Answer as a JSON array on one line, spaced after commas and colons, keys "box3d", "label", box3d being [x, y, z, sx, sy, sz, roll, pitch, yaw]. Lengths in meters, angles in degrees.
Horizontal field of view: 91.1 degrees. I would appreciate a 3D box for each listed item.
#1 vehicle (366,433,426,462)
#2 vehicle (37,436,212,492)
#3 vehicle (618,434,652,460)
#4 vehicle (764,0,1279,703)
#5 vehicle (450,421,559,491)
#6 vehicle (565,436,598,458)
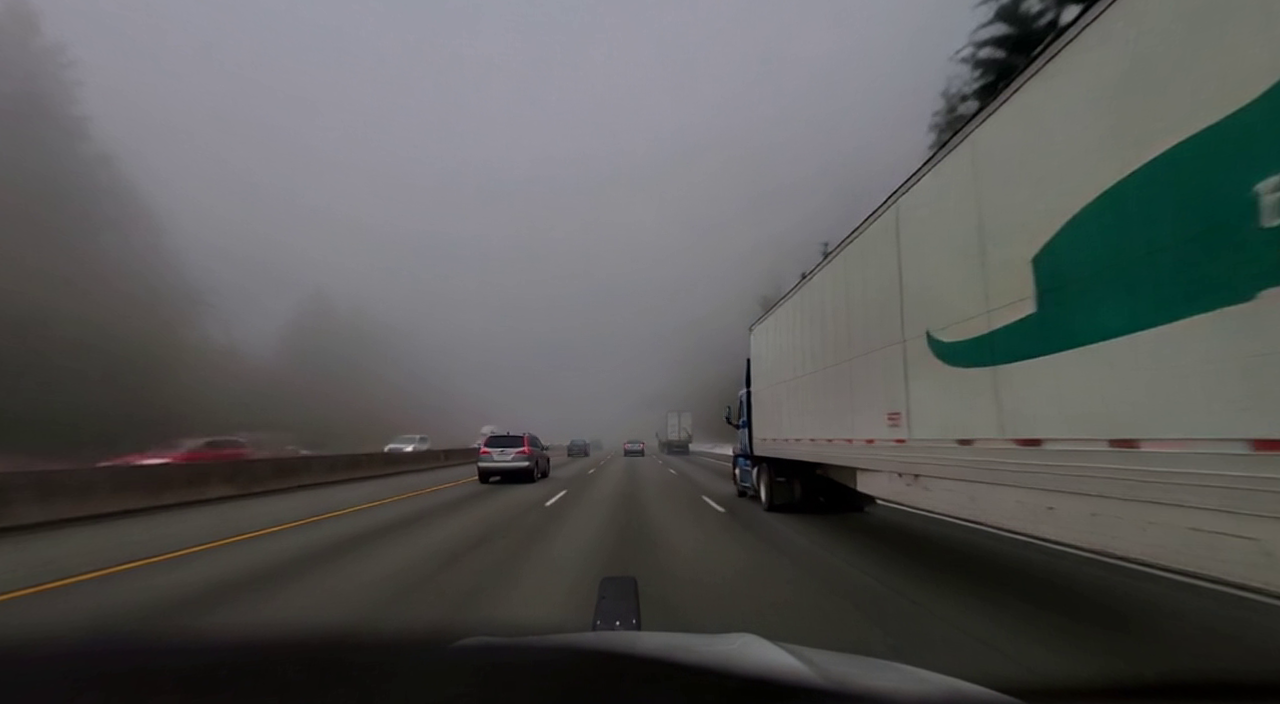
[{"box3d": [-15.938, 6.245, 41.340, 2.066, 1.729, 4.770, 0, -8, 0], "label": "vehicle"}, {"box3d": [-15.605, 3.371, 19.380, 1.840, 1.512, 4.173, 0, -8, 0], "label": "vehicle"}, {"box3d": [-0.376, 6.198, 41.256, 2.088, 1.567, 4.240, 0, -8, -1], "label": "vehicle"}, {"box3d": [3.786, -0.168, 3.673, 2.959, 4.058, 14.485, 0, -8, -1], "label": "vehicle"}, {"box3d": [-3.563, 2.814, 17.468, 2.054, 1.671, 4.445, 0, -8, 0], "label": "vehicle"}, {"box3d": [-4.190, 6.882, 45.920, 2.021, 1.514, 4.190, 0, -8, 0], "label": "vehicle"}]
